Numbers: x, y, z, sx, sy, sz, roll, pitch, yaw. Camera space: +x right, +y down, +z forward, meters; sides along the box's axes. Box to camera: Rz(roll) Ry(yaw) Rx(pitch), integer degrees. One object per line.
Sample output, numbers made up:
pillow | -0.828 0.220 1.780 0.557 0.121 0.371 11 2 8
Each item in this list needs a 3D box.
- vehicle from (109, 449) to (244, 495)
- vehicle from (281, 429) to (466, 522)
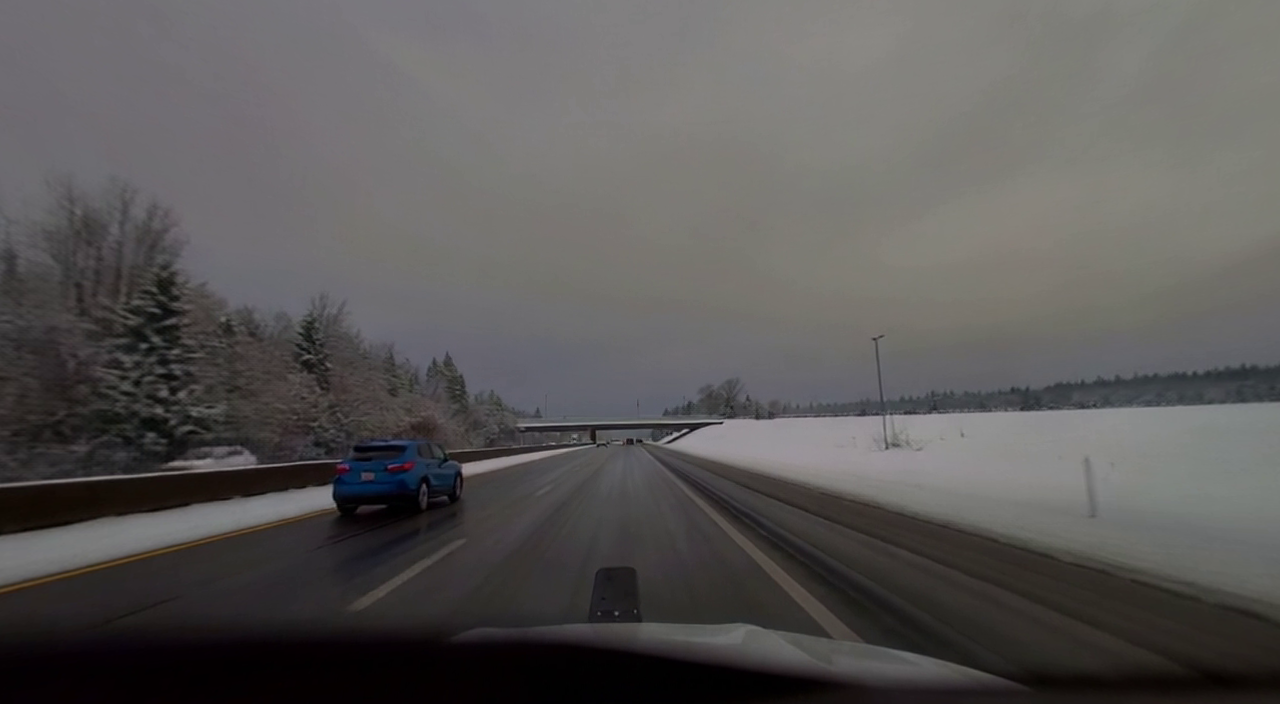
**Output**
vehicle | -17.565 4.522 24.214 1.879 1.468 4.469 0 -8 -1
vehicle | -4.898 2.274 12.254 1.965 1.513 3.774 0 -8 0
